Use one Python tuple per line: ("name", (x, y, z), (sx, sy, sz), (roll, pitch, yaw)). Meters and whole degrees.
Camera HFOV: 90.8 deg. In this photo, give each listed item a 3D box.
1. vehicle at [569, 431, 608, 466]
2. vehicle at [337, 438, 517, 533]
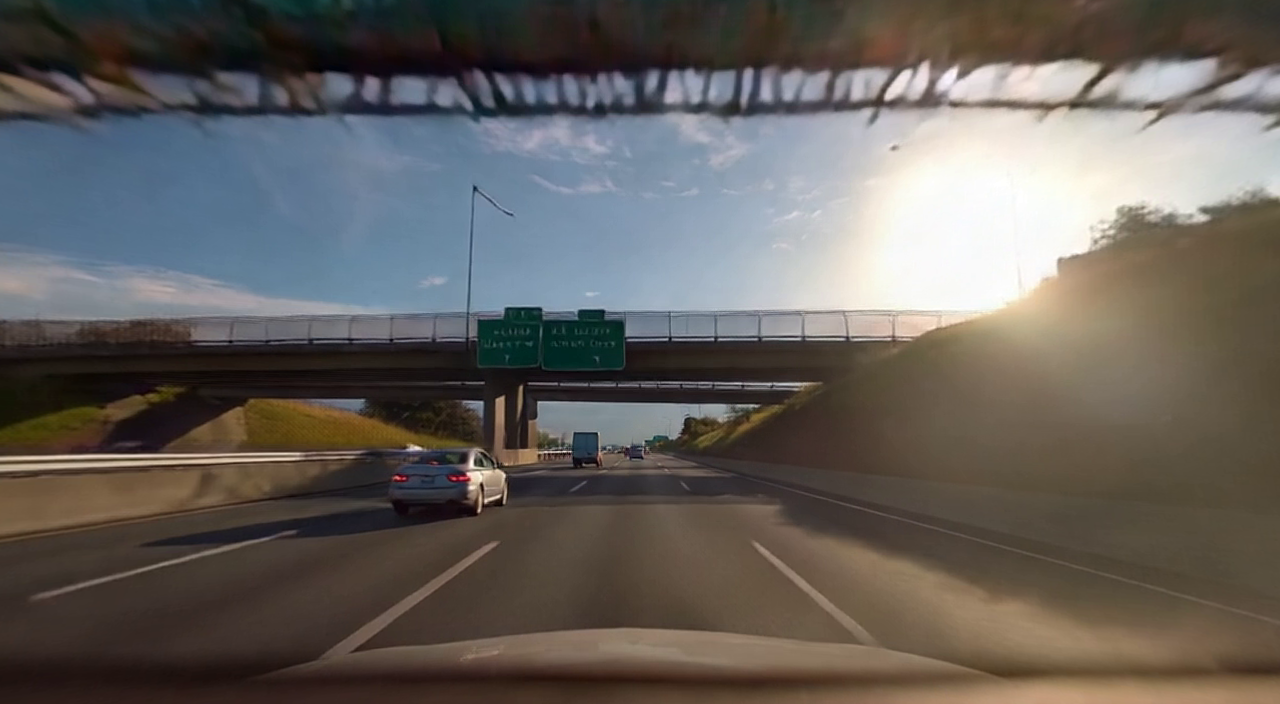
("vehicle", (-3.722, 7.147, 46.632), (2.290, 2.453, 5.561), (0, -9, 1))
("vehicle", (-3.652, 2.351, 11.676), (1.924, 1.436, 3.915), (0, -9, 0))
